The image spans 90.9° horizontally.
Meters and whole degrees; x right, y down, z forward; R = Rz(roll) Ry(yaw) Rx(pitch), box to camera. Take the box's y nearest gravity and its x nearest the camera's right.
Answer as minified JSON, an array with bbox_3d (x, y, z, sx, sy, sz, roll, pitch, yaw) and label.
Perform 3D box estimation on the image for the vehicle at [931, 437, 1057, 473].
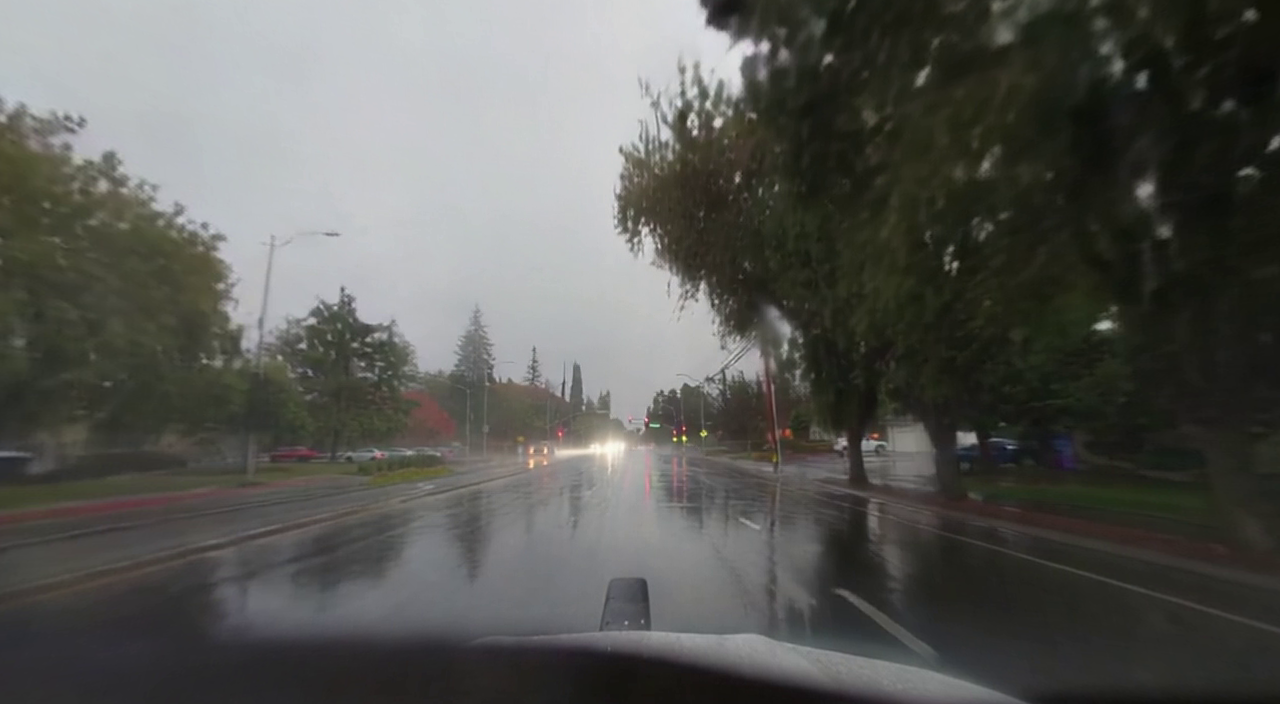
[{"bbox_3d":[14.697,4.289,26.417,4.253,1.397,1.717,-3,-9,18],"label":"vehicle"}]
